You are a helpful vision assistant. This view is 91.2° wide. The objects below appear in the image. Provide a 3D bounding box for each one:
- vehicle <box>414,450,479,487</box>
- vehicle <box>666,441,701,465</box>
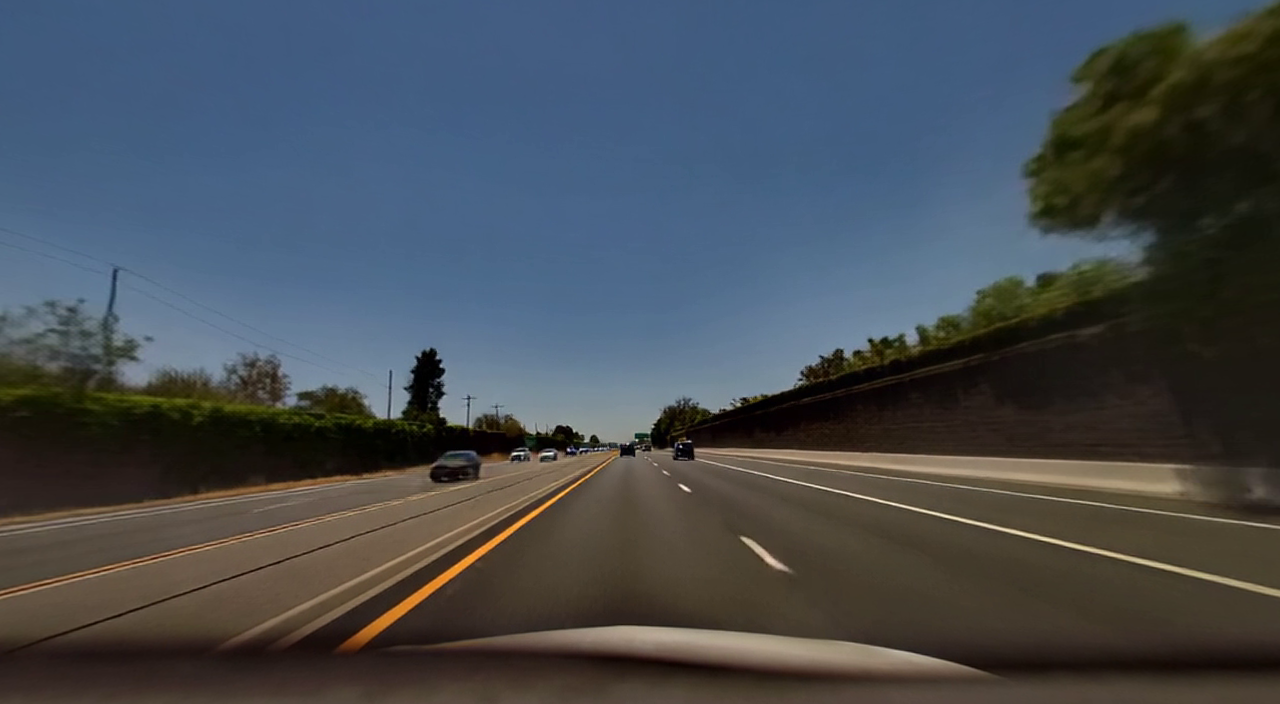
[{"bbox_3d":[-8.881,5.333,29.129,1.923,1.552,4.293,0,-9,-4],"label":"vehicle"},{"bbox_3d":[3.177,7.273,45.369,1.972,1.614,4.025,-2,-9,11],"label":"vehicle"}]
